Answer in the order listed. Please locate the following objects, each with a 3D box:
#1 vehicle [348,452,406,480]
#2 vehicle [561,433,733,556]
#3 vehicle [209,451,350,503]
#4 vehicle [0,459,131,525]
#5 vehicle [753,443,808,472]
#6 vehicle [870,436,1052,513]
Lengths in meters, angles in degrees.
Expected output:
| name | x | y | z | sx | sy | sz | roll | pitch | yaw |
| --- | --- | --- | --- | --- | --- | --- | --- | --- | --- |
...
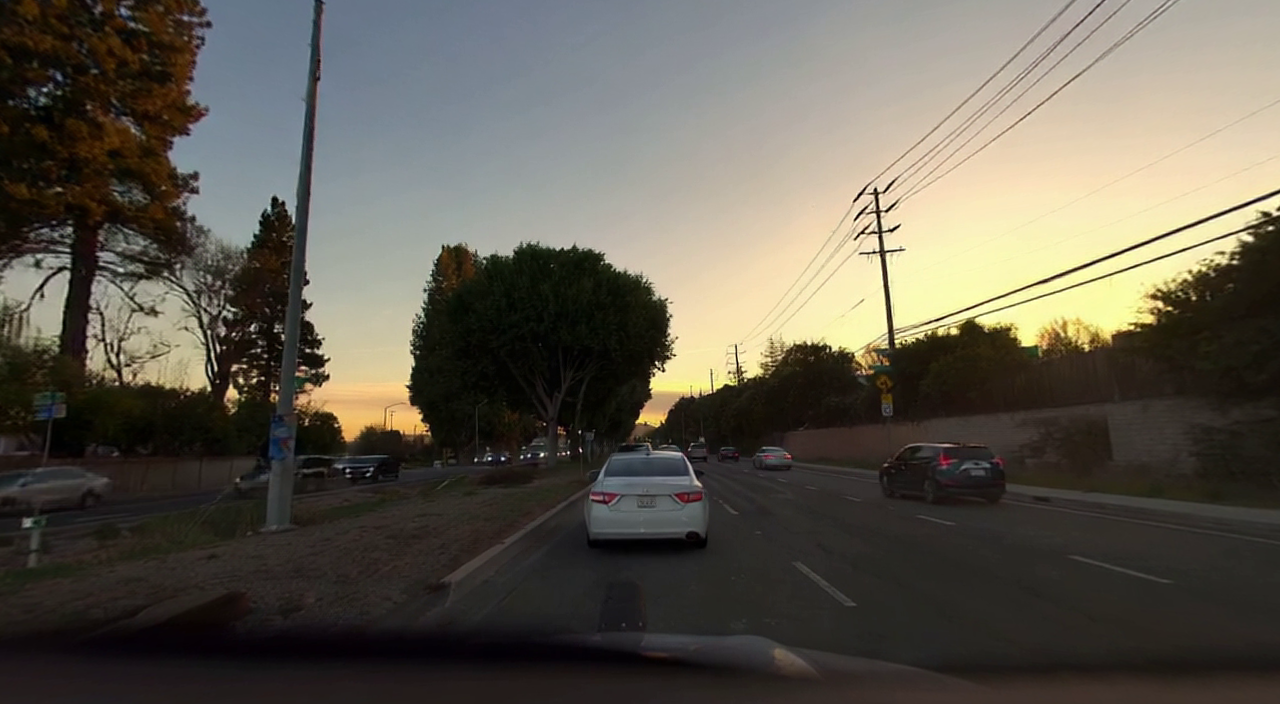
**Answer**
| name | x | y | z | sx | sy | sz | roll | pitch | yaw |
| --- | --- | --- | --- | --- | --- | --- | --- | --- | --- |
| vehicle | -15.068 | 6.539 | 36.368 | 1.701 | 1.494 | 3.791 | 0 | -8 | 0 |
| vehicle | 0.084 | 2.041 | 9.758 | 2.108 | 1.479 | 3.935 | 0 | -8 | 0 |
| vehicle | -11.825 | 4.095 | 21.137 | 1.988 | 1.486 | 4.586 | 0 | -8 | 0 |
| vehicle | -16.150 | 3.606 | 16.572 | 1.856 | 1.452 | 4.530 | 0 | -8 | -1 |
| vehicle | 7.592 | 5.737 | 34.471 | 1.899 | 1.458 | 4.499 | 0 | -8 | -1 |
| vehicle | 7.117 | 2.729 | 14.625 | 1.850 | 1.480 | 4.474 | 0 | -8 | 0 |
